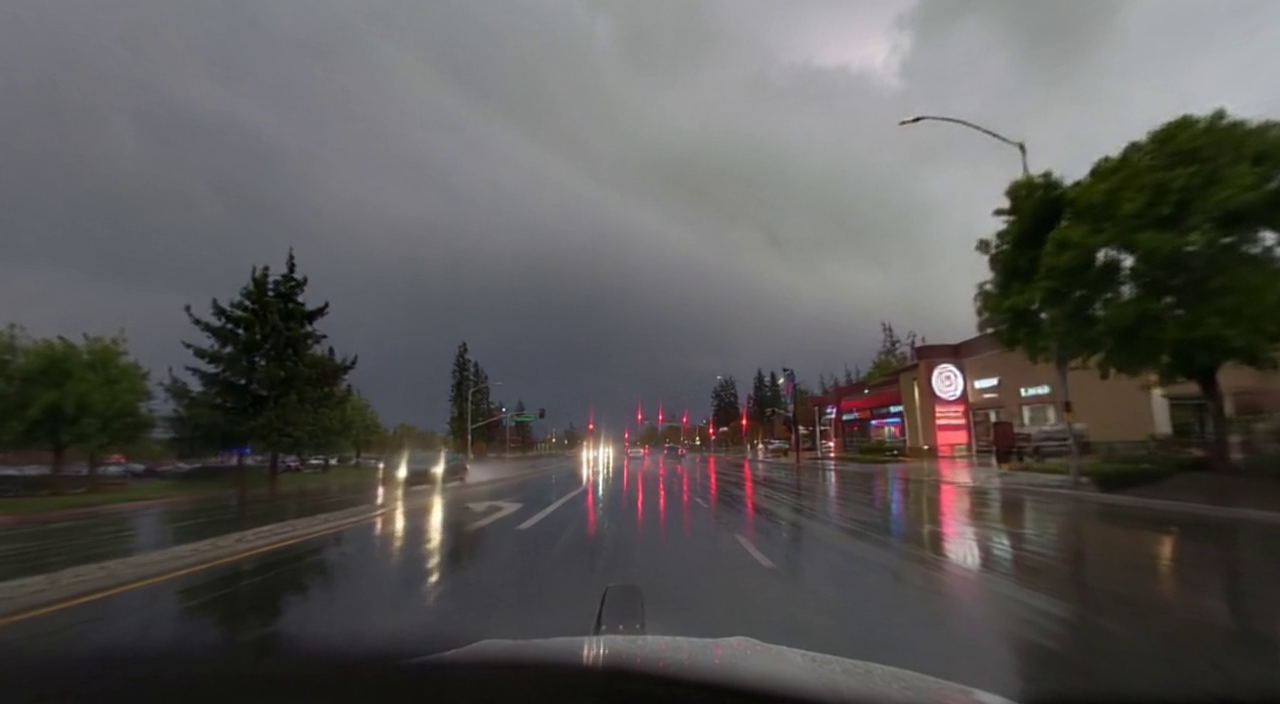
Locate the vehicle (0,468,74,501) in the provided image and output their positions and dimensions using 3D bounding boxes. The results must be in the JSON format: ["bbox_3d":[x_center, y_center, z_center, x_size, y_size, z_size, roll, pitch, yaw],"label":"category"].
[{"bbox_3d":[-31.513,6.568,31.474,4.511,1.480,1.959,1,-9,-4],"label":"vehicle"}]

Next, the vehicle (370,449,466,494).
[{"bbox_3d":[-8.314,4.487,24.177,1.958,1.534,4.598,0,-9,1],"label":"vehicle"}]

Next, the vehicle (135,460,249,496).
[{"bbox_3d":[-22.935,6.436,32.543,4.366,1.666,1.952,4,-10,-24],"label":"vehicle"}]
